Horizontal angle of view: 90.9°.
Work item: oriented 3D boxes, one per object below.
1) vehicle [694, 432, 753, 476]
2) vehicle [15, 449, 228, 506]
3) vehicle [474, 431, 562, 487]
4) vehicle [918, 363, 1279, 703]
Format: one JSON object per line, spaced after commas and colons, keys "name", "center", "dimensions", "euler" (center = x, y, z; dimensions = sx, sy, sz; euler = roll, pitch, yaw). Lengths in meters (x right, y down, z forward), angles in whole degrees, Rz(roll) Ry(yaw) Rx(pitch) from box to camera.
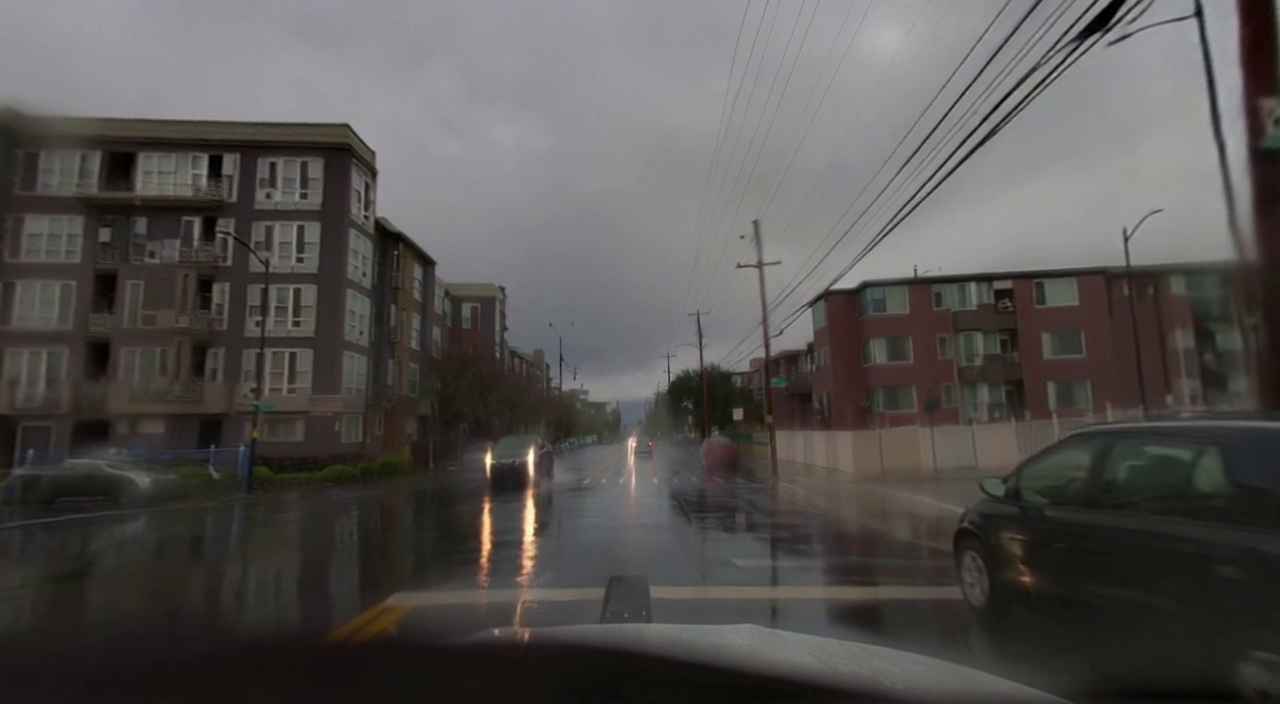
{"name": "vehicle", "center": [3.772, 4.734, 29.412], "dimensions": [2.164, 1.721, 4.416], "euler": [-4, -9, 1]}
{"name": "vehicle", "center": [-17.264, 4.182, 21.194], "dimensions": [5.354, 1.773, 1.991], "euler": [0, -8, 0]}
{"name": "vehicle", "center": [-4.326, 3.890, 23.183], "dimensions": [2.201, 1.801, 4.750], "euler": [0, -8, 1]}
{"name": "vehicle", "center": [3.523, 1.062, 3.574], "dimensions": [1.994, 1.697, 4.274], "euler": [0, -8, 1]}
